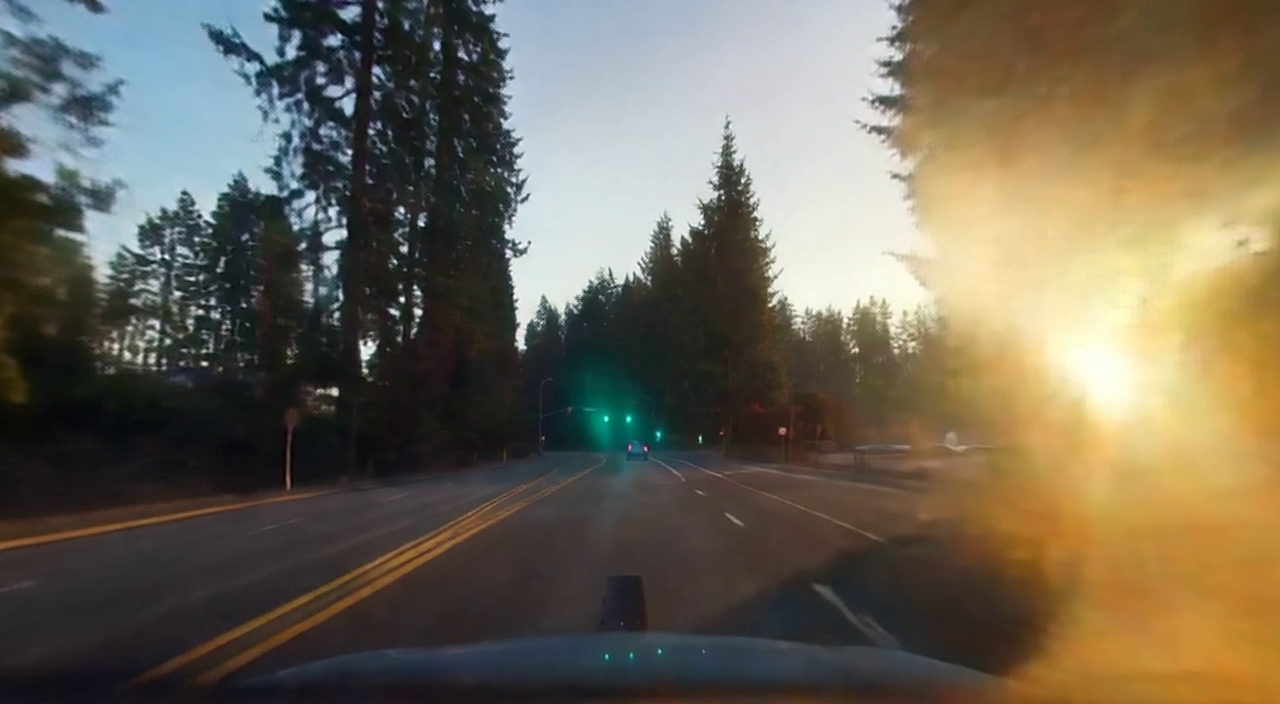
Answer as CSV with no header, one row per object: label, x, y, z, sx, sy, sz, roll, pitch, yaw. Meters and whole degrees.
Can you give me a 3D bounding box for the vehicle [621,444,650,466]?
vehicle,-0.310,7.384,45.588,2.042,1.489,3.963,0,-9,0
